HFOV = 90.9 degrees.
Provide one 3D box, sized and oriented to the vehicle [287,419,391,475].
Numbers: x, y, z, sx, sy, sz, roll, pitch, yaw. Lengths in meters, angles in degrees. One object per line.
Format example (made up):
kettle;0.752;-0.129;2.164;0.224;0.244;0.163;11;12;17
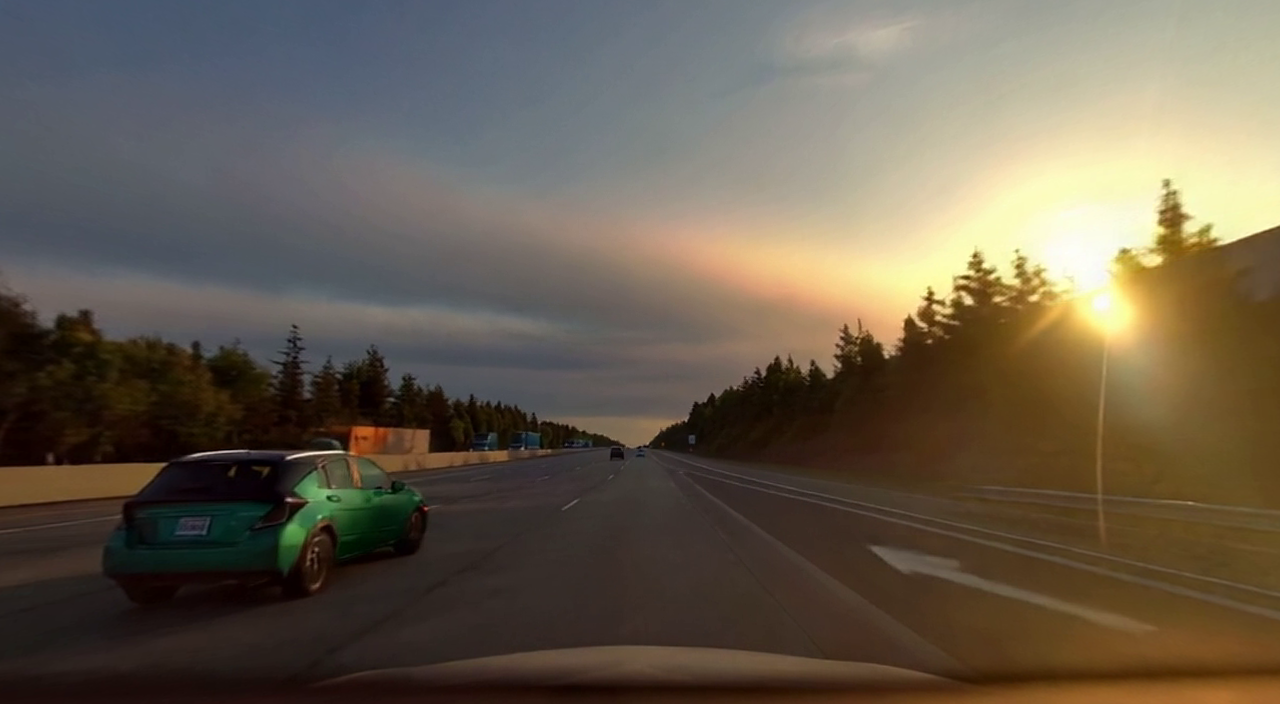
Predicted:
vehicle;-22.889;7.391;48.805;3.015;3.832;9.988;0;-9;1
